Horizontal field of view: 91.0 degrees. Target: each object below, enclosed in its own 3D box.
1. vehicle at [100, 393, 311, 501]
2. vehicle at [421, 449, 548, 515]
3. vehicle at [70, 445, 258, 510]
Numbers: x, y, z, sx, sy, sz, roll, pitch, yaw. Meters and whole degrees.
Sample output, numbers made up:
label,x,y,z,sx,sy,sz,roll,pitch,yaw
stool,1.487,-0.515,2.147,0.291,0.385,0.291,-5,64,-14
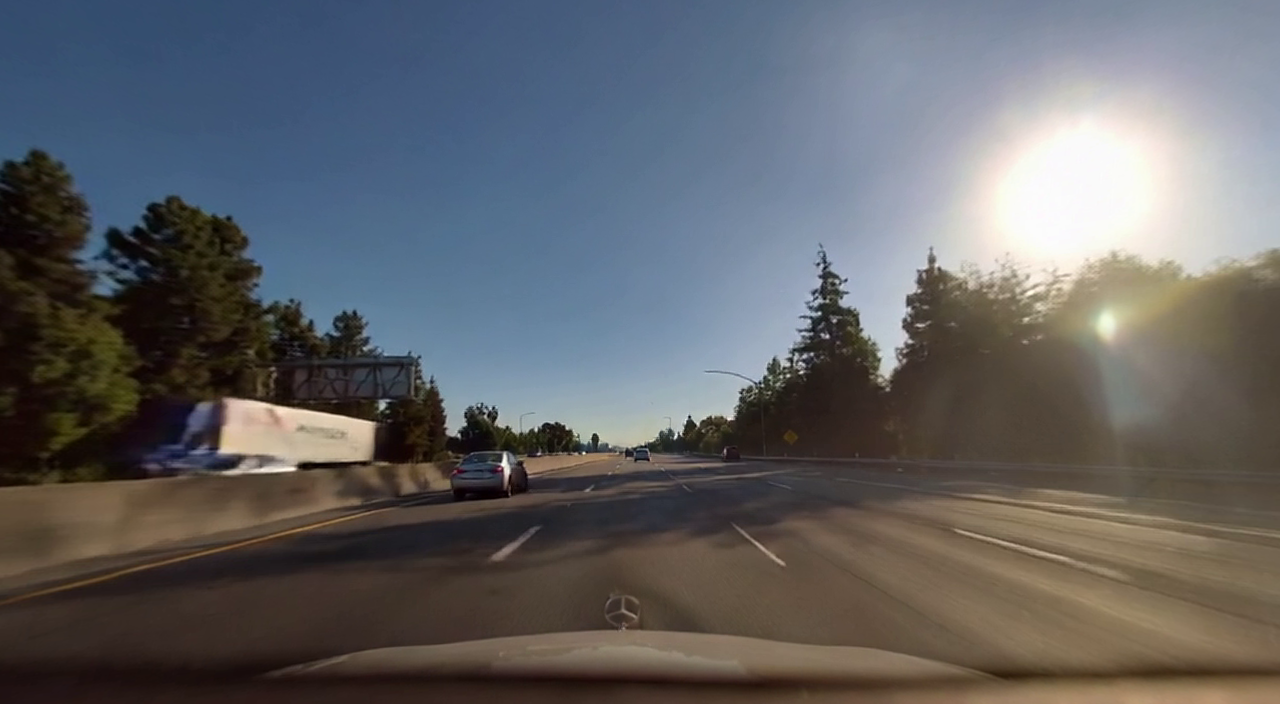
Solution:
label,x,y,z,sx,sy,sz,roll,pitch,yaw
vehicle,-18.490,4.221,27.904,3.039,3.989,8.730,0,-9,-1
vehicle,-3.904,3.353,16.789,2.162,1.493,4.583,0,-9,1
vehicle,-14.267,3.762,19.340,2.037,1.722,4.639,0,-9,1
